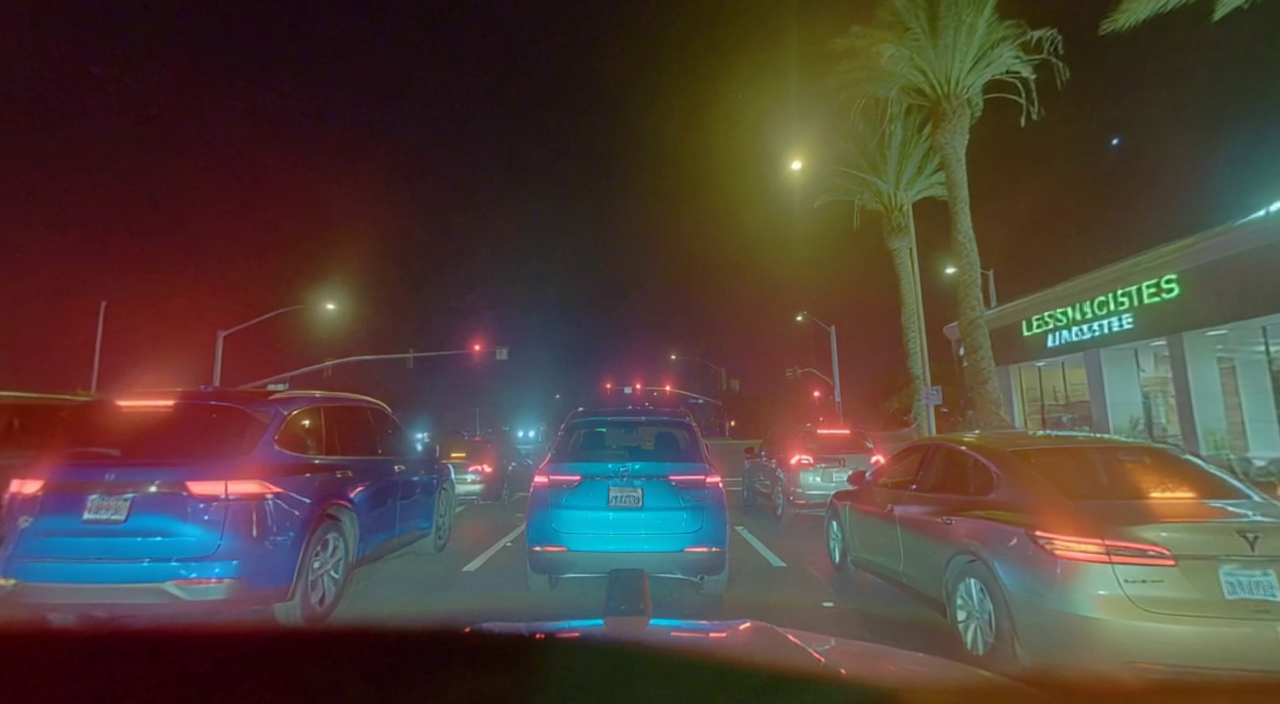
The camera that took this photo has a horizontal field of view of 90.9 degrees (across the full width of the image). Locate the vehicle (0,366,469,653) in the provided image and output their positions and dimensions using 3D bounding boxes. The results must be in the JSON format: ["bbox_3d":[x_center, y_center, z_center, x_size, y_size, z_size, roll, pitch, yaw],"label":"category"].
[{"bbox_3d":[-3.340,1.283,6.128,2.014,1.755,4.360,0,-8,1],"label":"vehicle"}]

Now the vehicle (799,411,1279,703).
[{"bbox_3d":[2.973,1.365,5.251,2.017,1.491,4.611,0,-8,-1],"label":"vehicle"}]

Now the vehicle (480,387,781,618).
[{"bbox_3d":[-0.125,1.464,7.064,2.280,1.747,4.361,0,-8,-2],"label":"vehicle"}]
